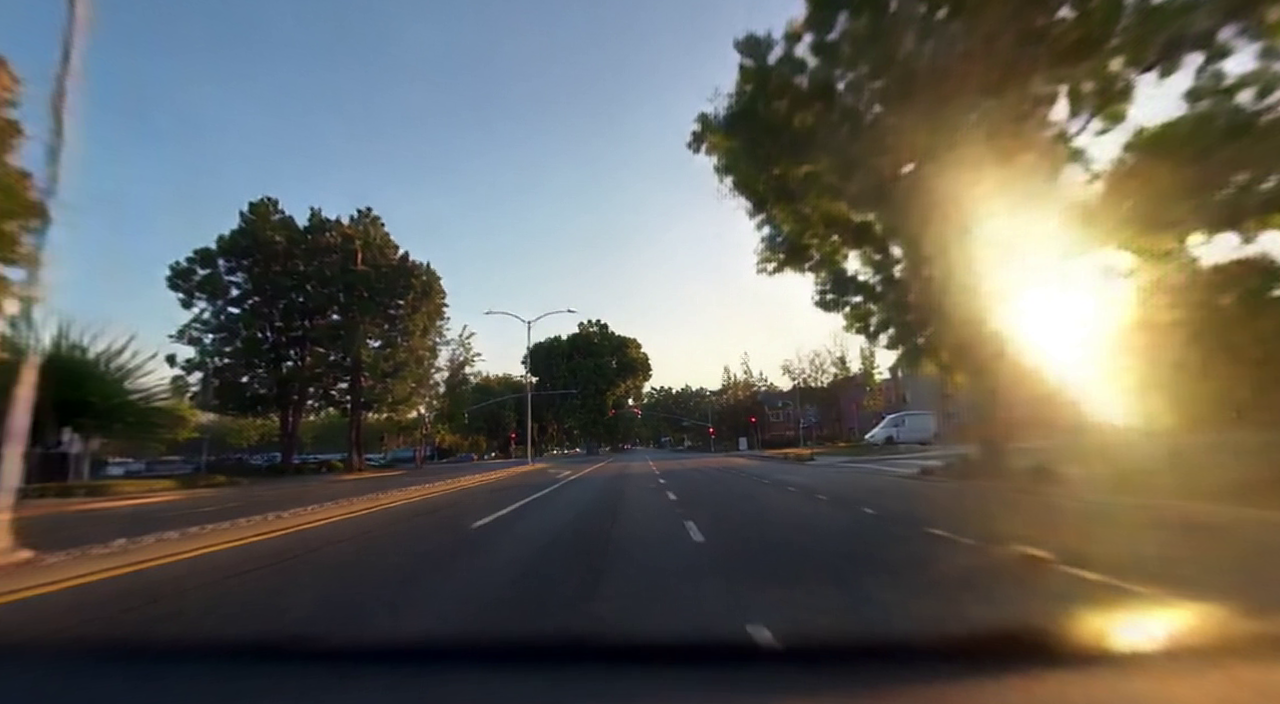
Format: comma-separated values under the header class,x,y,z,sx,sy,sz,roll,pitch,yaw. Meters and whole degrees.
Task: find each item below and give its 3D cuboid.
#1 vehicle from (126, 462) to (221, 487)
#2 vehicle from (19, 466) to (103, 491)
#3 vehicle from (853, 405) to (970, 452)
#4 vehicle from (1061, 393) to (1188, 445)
class,x,y,z,sx,sy,sz,roll,pitch,yaw
vehicle,-31.302,8.229,42.483,4.713,1.607,2.022,0,-9,0
vehicle,-44.061,9.623,48.122,4.422,1.485,1.966,-3,-8,-3
vehicle,20.175,5.765,47.253,7.304,3.335,2.869,0,-9,-3
vehicle,32.332,4.680,42.622,2.751,3.197,7.018,0,-8,-2
